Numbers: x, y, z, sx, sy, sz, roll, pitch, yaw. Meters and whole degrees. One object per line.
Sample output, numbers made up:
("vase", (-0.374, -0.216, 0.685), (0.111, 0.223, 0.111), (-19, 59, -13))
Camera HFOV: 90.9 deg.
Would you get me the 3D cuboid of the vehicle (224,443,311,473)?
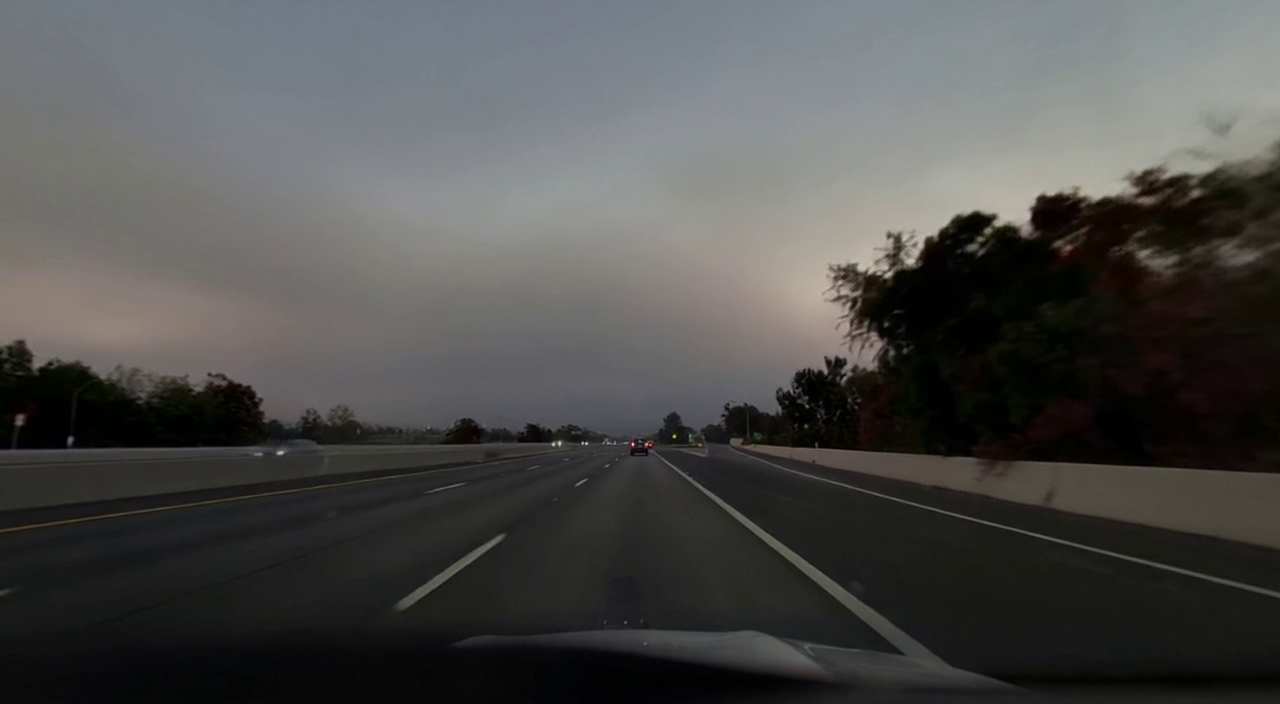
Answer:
("vehicle", (-20.364, 5.791, 34.740), (1.917, 1.531, 4.680), (0, -8, 0))
